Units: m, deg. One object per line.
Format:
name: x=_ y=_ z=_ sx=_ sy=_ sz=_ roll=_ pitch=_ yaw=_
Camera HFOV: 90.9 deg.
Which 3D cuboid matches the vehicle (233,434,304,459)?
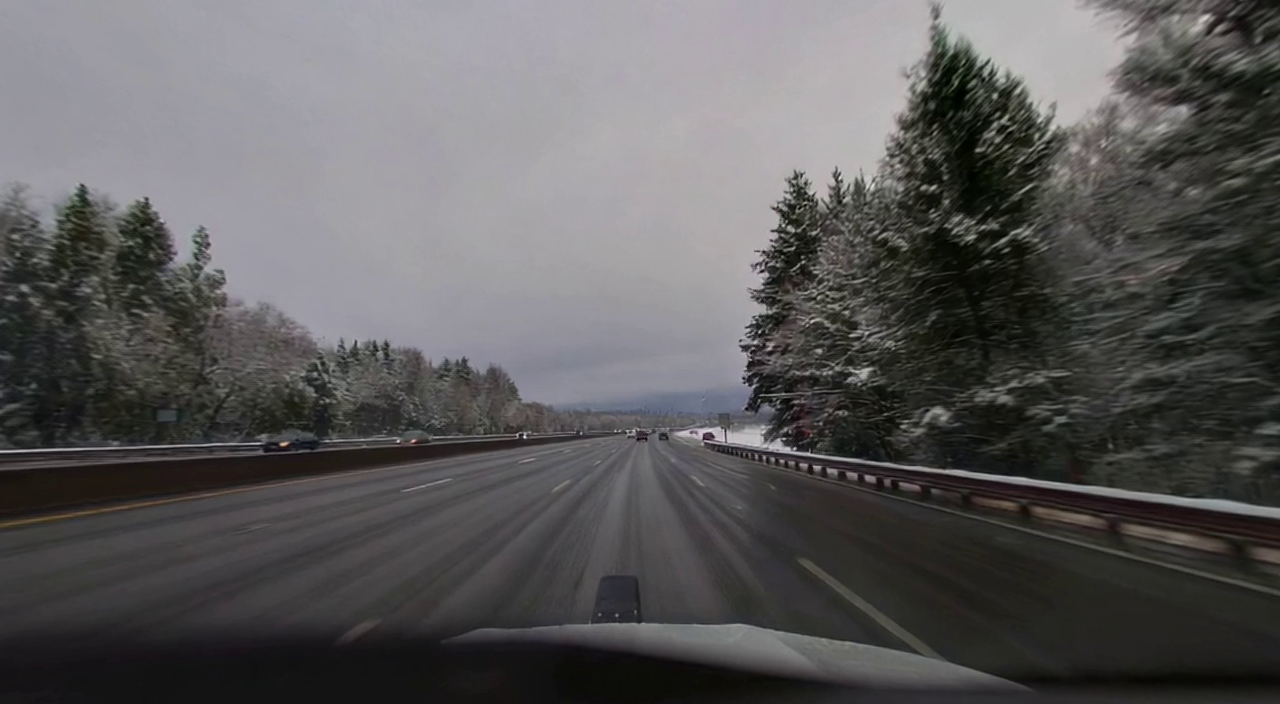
vehicle: x=-23.959 y=6.077 z=40.836 sx=1.986 sy=1.490 sz=4.286 roll=0 pitch=-8 yaw=0
